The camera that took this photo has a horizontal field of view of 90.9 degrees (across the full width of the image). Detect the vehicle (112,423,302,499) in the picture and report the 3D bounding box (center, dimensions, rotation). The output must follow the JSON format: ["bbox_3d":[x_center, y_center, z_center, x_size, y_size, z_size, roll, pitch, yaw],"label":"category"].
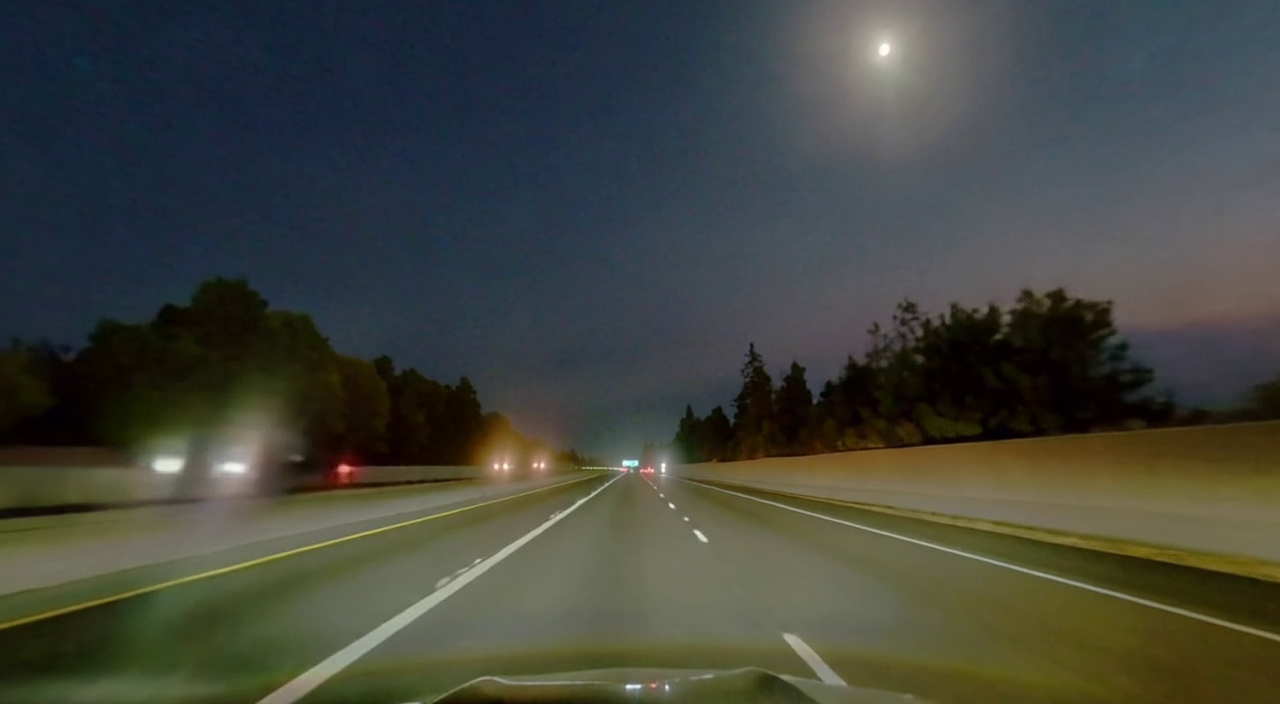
[{"bbox_3d":[-12.478,3.256,18.712,2.148,1.890,4.919,1,-10,-1],"label":"vehicle"}]
